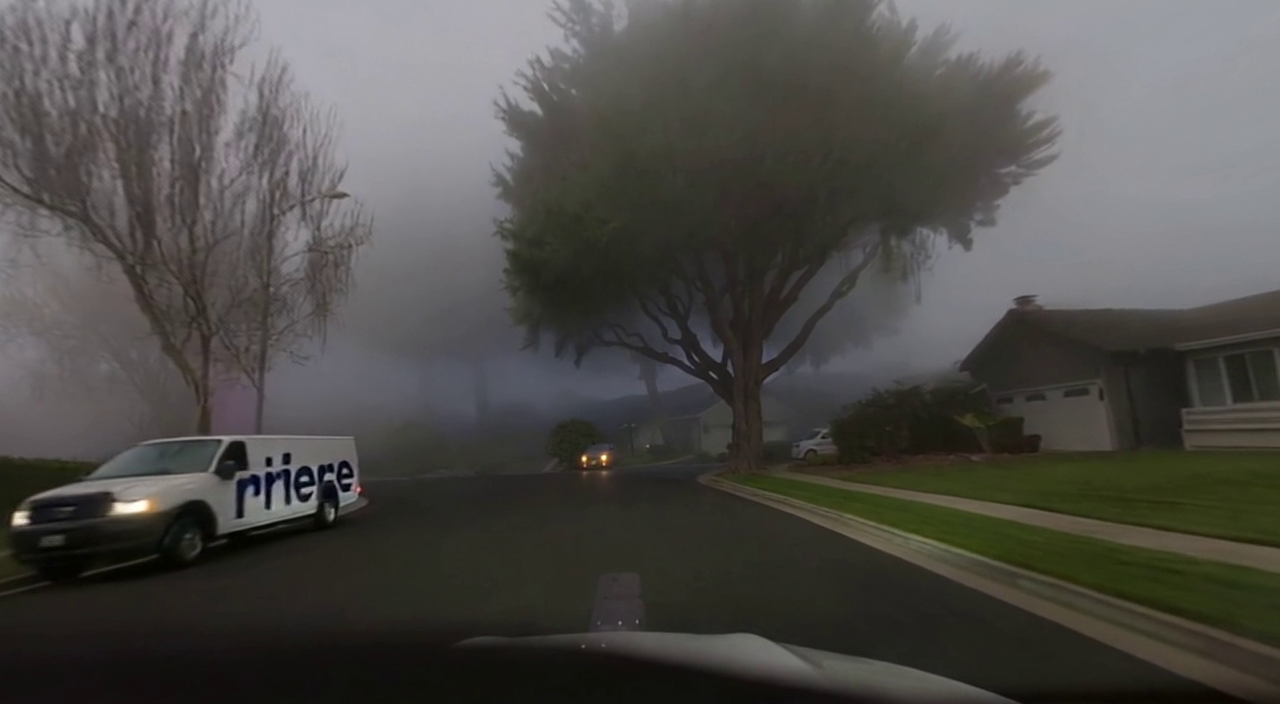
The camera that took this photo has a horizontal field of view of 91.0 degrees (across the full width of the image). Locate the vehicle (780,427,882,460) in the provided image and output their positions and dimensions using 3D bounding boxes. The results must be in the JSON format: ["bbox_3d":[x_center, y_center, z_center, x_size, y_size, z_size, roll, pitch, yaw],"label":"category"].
[{"bbox_3d":[9.655,4.614,31.962,4.533,1.557,1.981,1,-6,-10],"label":"vehicle"}]

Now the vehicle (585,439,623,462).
[{"bbox_3d":[-2.505,7.020,44.988,1.990,1.528,4.256,-1,-8,7],"label":"vehicle"}]

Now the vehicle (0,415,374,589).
[{"bbox_3d":[-6.604,2.108,9.986,2.338,1.925,5.725,0,-8,-1],"label":"vehicle"}]
